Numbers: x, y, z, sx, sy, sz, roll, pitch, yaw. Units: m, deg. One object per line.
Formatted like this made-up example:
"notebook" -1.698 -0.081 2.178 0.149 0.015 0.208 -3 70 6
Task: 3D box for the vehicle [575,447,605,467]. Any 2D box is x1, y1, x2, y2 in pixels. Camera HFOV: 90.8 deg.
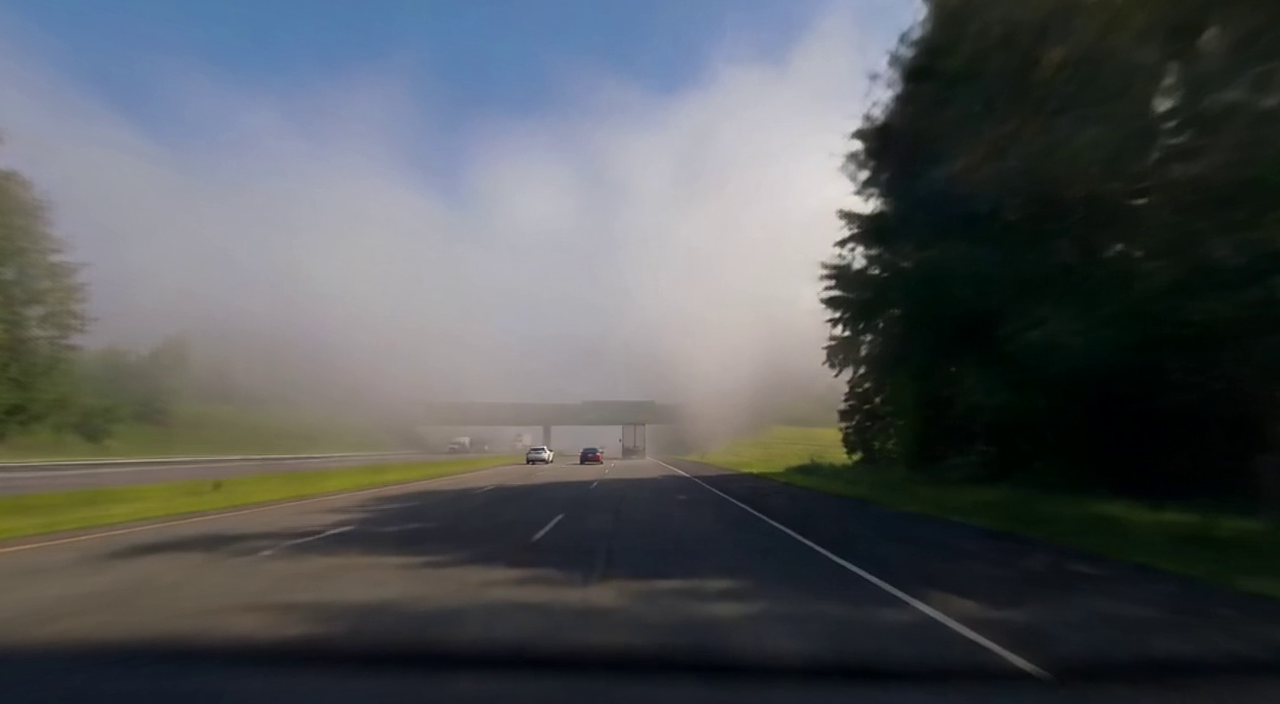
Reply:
"vehicle" -3.889 8.272 49.811 2.073 1.472 4.091 0 -9 -1

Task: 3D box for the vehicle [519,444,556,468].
"vehicle" -7.456 7.619 46.314 2.014 1.633 4.090 0 -9 -1
